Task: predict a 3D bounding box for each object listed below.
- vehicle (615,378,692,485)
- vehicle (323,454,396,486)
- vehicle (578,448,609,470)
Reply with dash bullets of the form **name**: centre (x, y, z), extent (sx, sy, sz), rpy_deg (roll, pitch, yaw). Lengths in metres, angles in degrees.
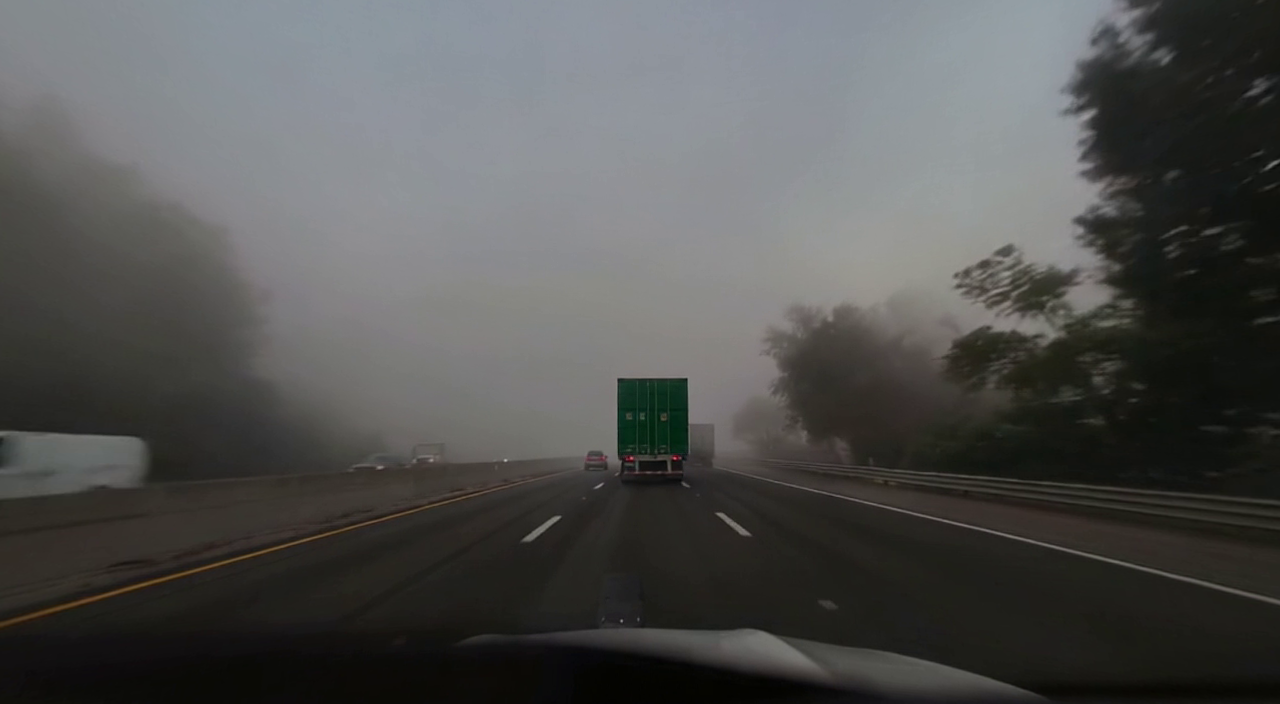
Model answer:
- **vehicle**: centre (0.537, 3.883, 29.718), extent (2.932, 4.042, 11.054), rpy_deg (0, -9, 0)
- **vehicle**: centre (-15.040, 6.317, 34.098), extent (2.065, 1.554, 3.966), rpy_deg (0, -9, 0)
- **vehicle**: centre (-3.440, 8.026, 47.558), extent (2.012, 1.520, 4.227), rpy_deg (0, -9, 0)
